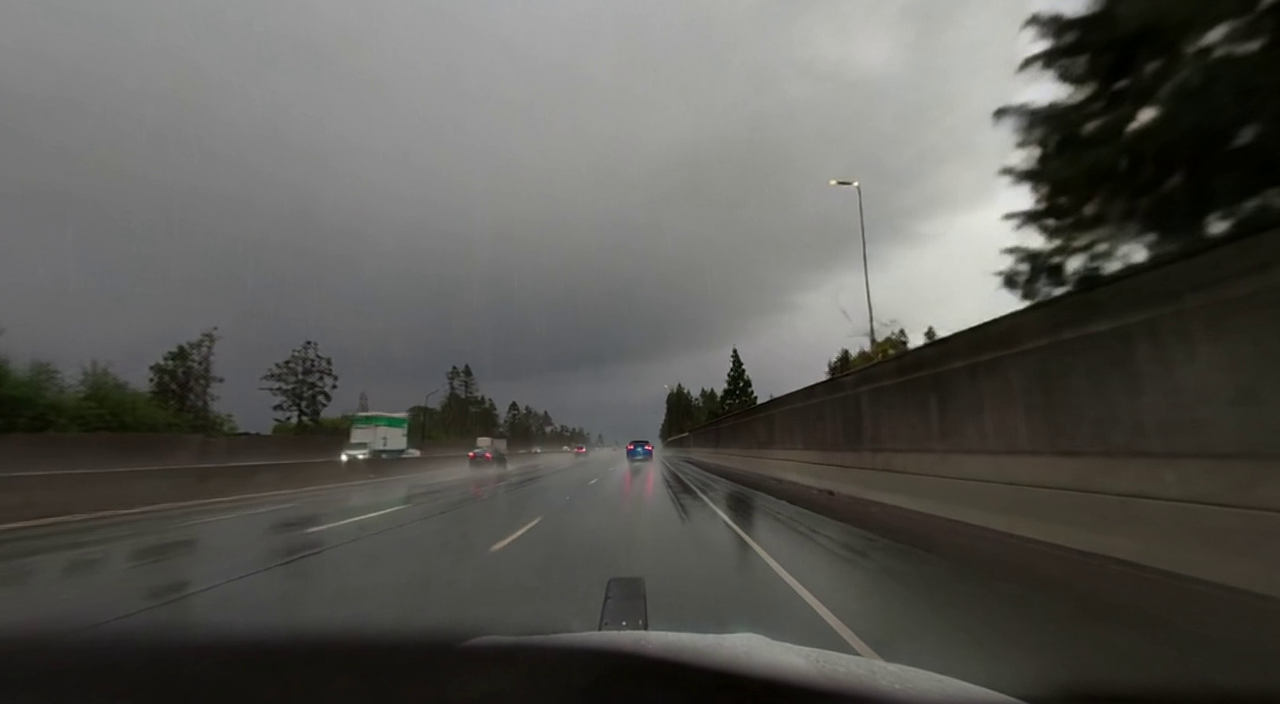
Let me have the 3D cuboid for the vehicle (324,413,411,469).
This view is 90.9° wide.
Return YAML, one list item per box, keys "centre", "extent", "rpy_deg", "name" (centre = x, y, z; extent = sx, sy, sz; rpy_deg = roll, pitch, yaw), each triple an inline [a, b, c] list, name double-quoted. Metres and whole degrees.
- centre: [-14.128, 4.700, 33.059]
  extent: [2.499, 2.625, 4.804]
  rpy_deg: [-1, -9, -2]
  name: "vehicle"

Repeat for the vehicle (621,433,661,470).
- centre: [0.071, 6.169, 39.348]
  extent: [2.318, 2.145, 4.561]
  rpy_deg: [0, -8, 0]
  name: "vehicle"

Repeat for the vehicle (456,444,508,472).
- centre: [-10.182, 6.847, 41.034]
  extent: [2.037, 1.661, 4.885]
  rpy_deg: [0, -8, 1]
  name: "vehicle"
